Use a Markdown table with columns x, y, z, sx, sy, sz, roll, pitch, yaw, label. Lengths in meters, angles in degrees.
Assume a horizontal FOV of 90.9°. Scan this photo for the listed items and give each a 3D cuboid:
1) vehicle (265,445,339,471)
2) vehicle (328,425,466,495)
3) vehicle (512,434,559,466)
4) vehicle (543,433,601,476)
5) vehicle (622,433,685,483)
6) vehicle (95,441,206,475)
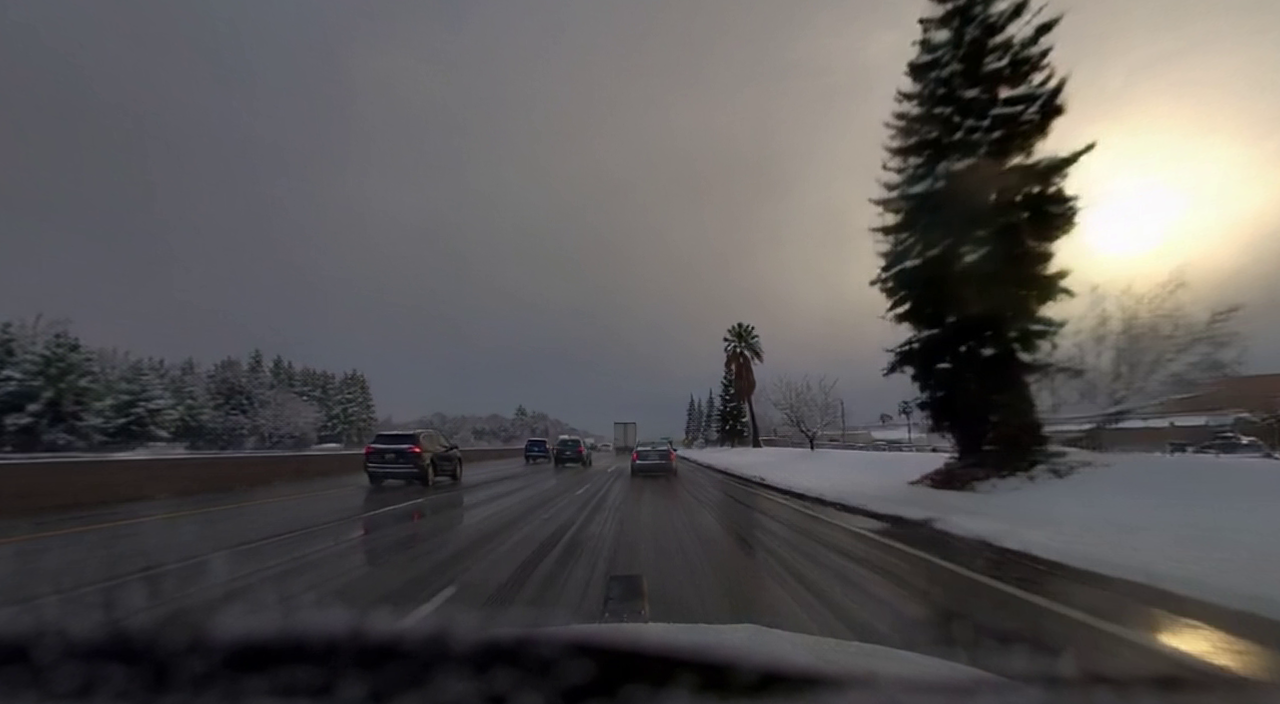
| x | y | z | sx | sy | sz | roll | pitch | yaw | label |
| --- | --- | --- | --- | --- | --- | --- | --- | --- | --- |
| -19.987 | 6.244 | 37.489 | 1.916 | 1.441 | 4.343 | 0 | -8 | 1 | vehicle |
| -6.953 | 3.151 | 18.714 | 2.105 | 1.790 | 4.689 | 0 | -8 | 1 | vehicle |
| -6.837 | 6.476 | 41.755 | 2.085 | 1.932 | 4.967 | -1 | -8 | 2 | vehicle |
| -3.099 | 4.809 | 29.870 | 2.108 | 1.832 | 4.549 | 0 | -8 | 2 | vehicle |
| 0.465 | 3.928 | 23.709 | 2.136 | 1.678 | 4.052 | 0 | -8 | 0 | vehicle |
| -23.894 | 5.150 | 31.000 | 1.851 | 1.503 | 4.403 | 0 | -8 | 1 | vehicle |
